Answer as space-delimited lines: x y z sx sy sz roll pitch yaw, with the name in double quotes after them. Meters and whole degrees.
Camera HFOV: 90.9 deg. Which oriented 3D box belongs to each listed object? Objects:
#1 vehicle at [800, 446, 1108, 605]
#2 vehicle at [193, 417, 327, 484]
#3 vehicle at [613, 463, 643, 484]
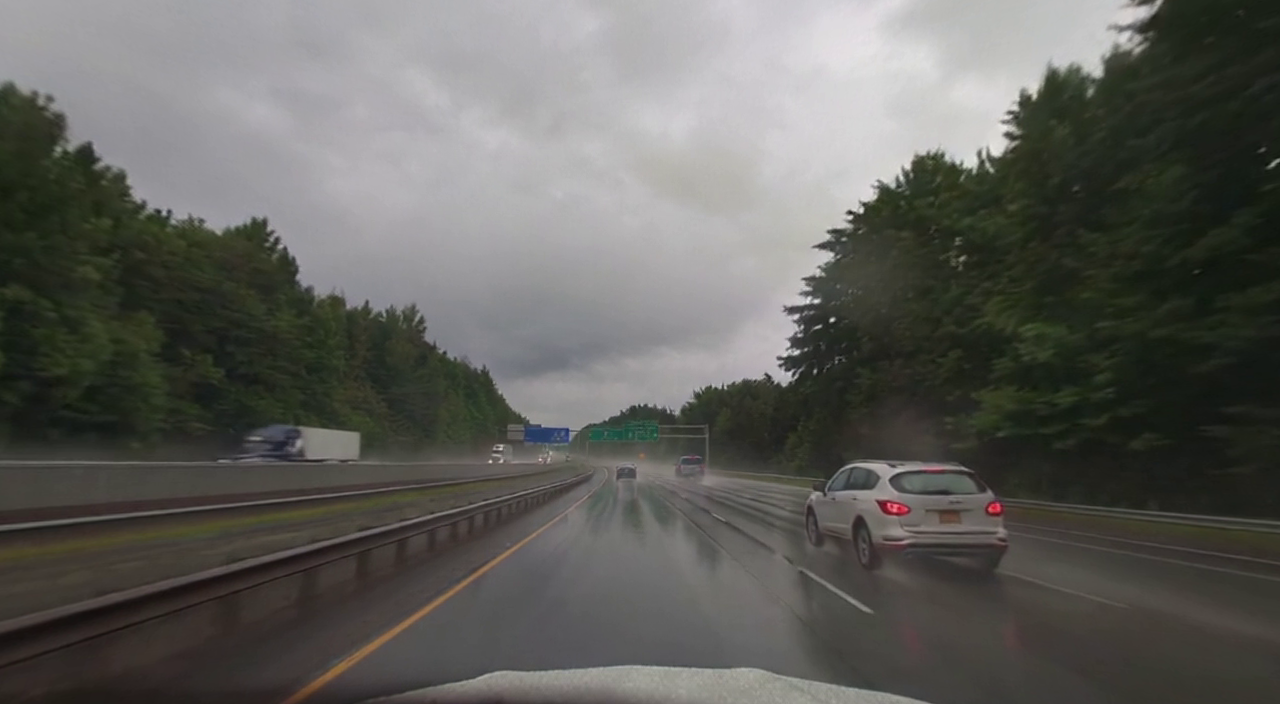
3.929 2.268 8.961 2.132 1.662 4.180 1 -11 -1 "vehicle"
-17.500 4.711 29.581 2.486 2.753 5.968 1 -11 -1 "vehicle"
-0.923 9.518 49.454 2.242 1.525 4.305 1 -11 -1 "vehicle"
